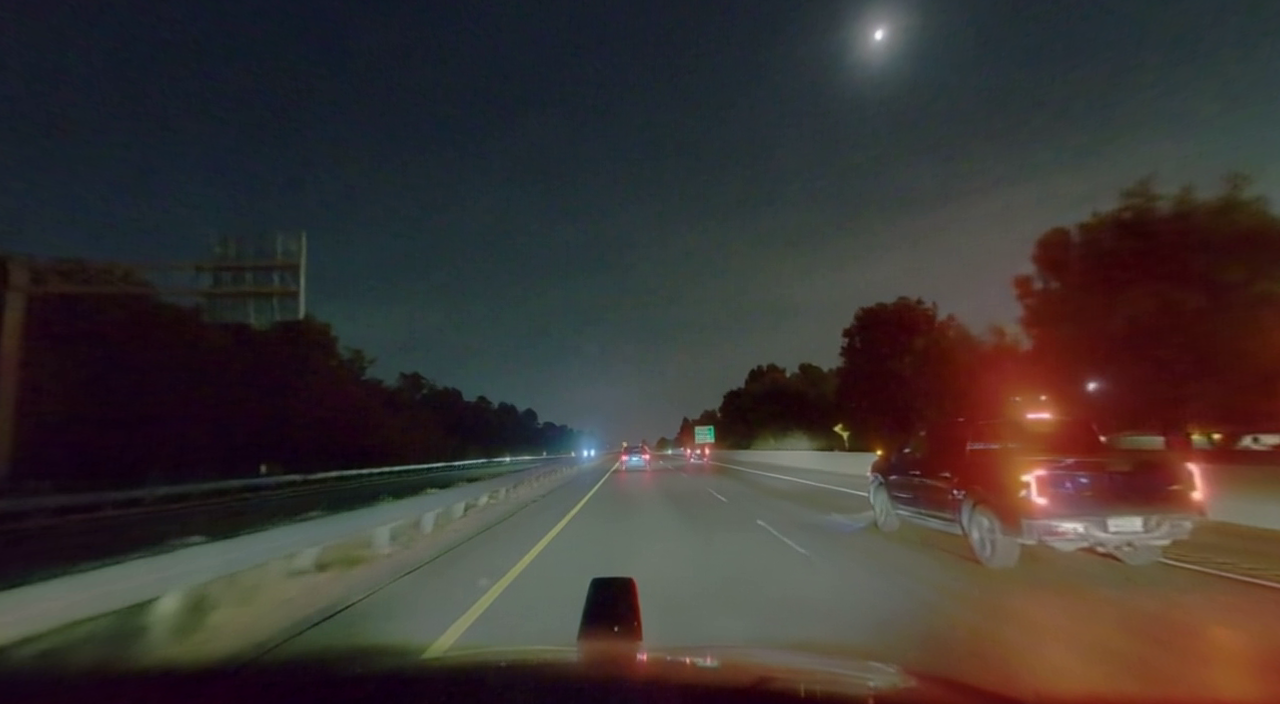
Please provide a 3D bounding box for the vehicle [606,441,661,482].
[{"bbox_3d":[-0.257,4.360,25.179,2.029,1.483,3.769,0,-9,0],"label":"vehicle"}]

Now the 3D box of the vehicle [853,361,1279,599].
[{"bbox_3d":[4.593,1.409,7.621,2.261,1.952,4.784,0,-9,0],"label":"vehicle"}]

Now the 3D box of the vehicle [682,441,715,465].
[{"bbox_3d":[4.060,7.066,44.068,1.936,1.589,3.915,0,-9,-1],"label":"vehicle"}]
